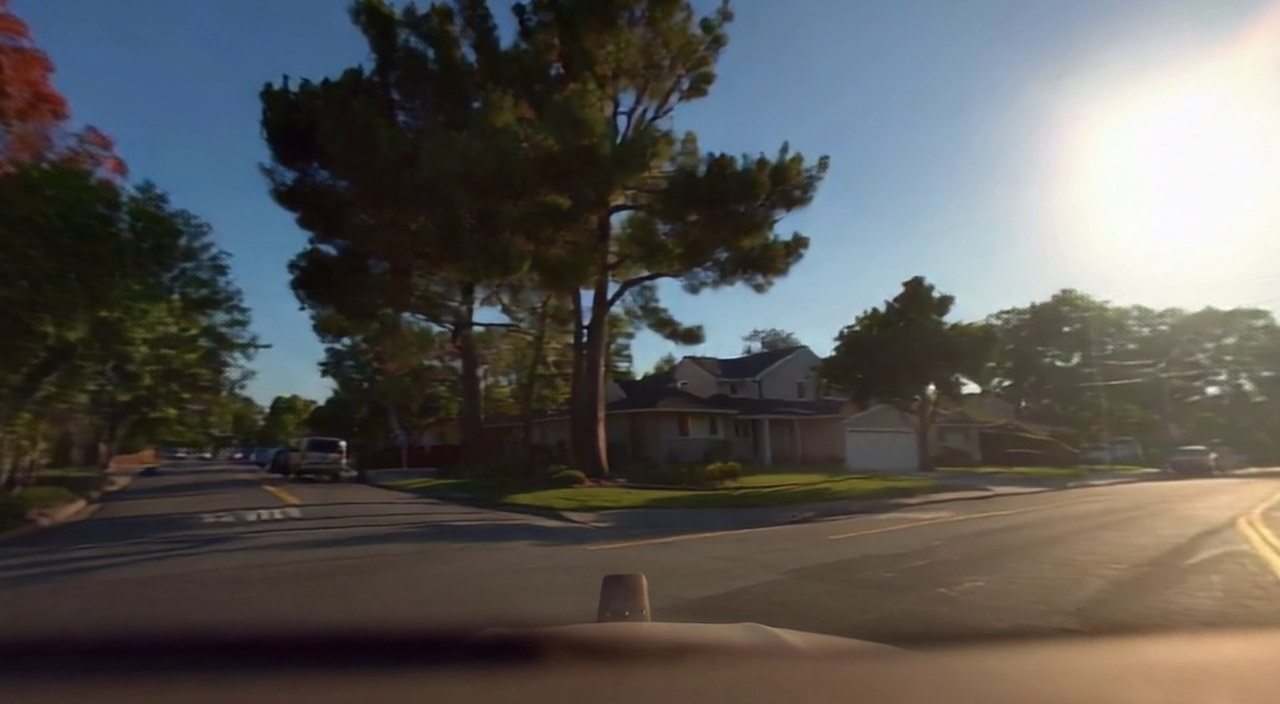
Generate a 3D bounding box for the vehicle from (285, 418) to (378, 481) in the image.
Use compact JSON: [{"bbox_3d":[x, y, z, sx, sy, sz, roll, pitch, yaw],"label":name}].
[{"bbox_3d":[-16.866,5.187,34.289,2.718,3.089,6.380,8,-10,-41],"label":"vehicle"}]
